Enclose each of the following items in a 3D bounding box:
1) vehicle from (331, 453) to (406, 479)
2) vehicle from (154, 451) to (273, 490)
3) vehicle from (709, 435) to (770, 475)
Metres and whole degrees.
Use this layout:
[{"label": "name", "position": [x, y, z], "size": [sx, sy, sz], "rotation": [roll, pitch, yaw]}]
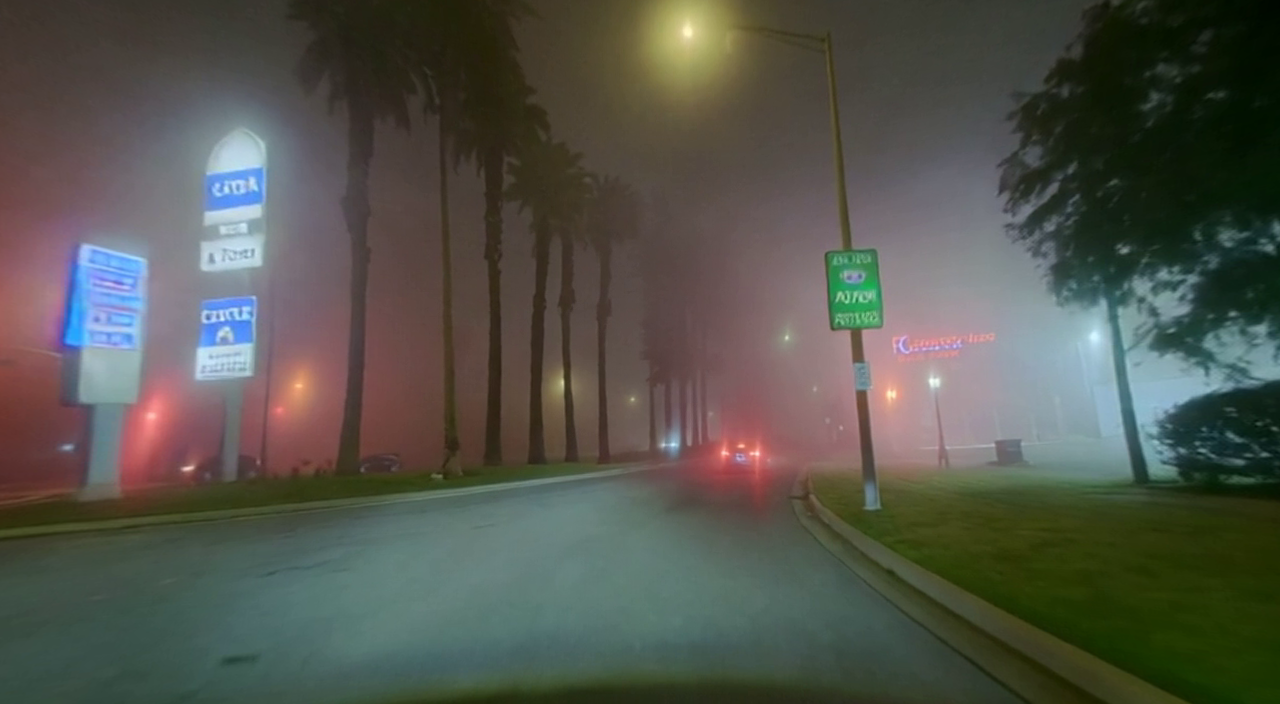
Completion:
[{"label": "vehicle", "position": [-17.160, 7.198, 40.028], "size": [1.825, 1.441, 4.656], "rotation": [-2, -9, 15]}, {"label": "vehicle", "position": [-19.979, 5.519, 29.752], "size": [1.884, 1.651, 4.330], "rotation": [-2, -9, 16]}, {"label": "vehicle", "position": [4.249, 4.278, 26.275], "size": [2.050, 1.509, 4.148], "rotation": [-2, -9, 15]}]
